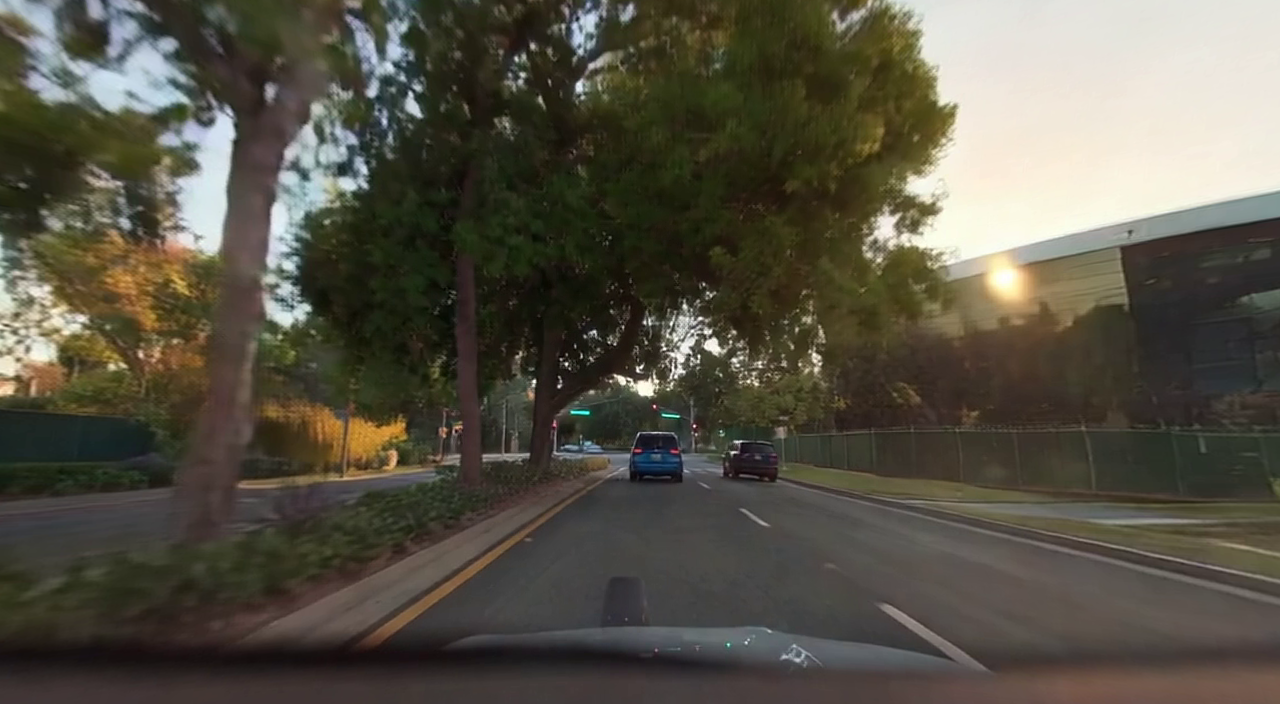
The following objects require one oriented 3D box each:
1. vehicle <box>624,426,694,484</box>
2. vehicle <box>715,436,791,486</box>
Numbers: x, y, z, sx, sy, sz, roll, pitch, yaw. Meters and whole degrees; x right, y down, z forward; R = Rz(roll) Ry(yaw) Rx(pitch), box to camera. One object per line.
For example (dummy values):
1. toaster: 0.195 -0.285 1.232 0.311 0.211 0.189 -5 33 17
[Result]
1. vehicle: 0.733 3.855 23.761 2.386 1.947 4.168 -1 -9 2
2. vehicle: 4.272 4.205 24.657 2.138 1.699 4.852 -1 -9 1
